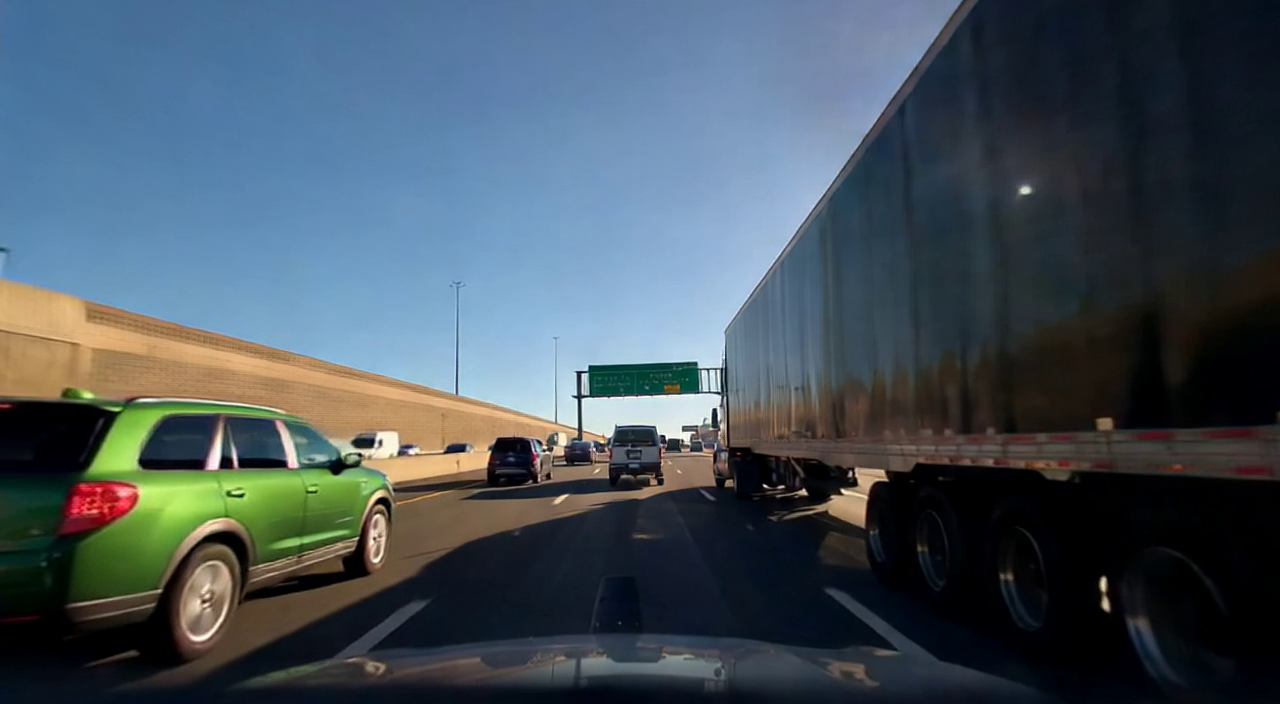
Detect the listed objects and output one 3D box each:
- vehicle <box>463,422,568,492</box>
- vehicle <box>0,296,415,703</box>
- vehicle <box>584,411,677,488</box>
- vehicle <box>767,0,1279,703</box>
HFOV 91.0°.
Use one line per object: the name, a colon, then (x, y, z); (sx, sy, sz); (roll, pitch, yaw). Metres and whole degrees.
vehicle: (-3.523, 3.109, 18.872); (2.120, 1.812, 4.659); (0, -8, 1)
vehicle: (-3.394, 0.958, 3.893); (2.193, 1.803, 4.958); (0, -8, -1)
vehicle: (-0.327, 3.274, 21.340); (2.704, 2.216, 5.804); (0, -8, -1)
vehicle: (3.635, -0.331, 2.744); (2.852, 4.121, 16.210); (0, -8, 0)
